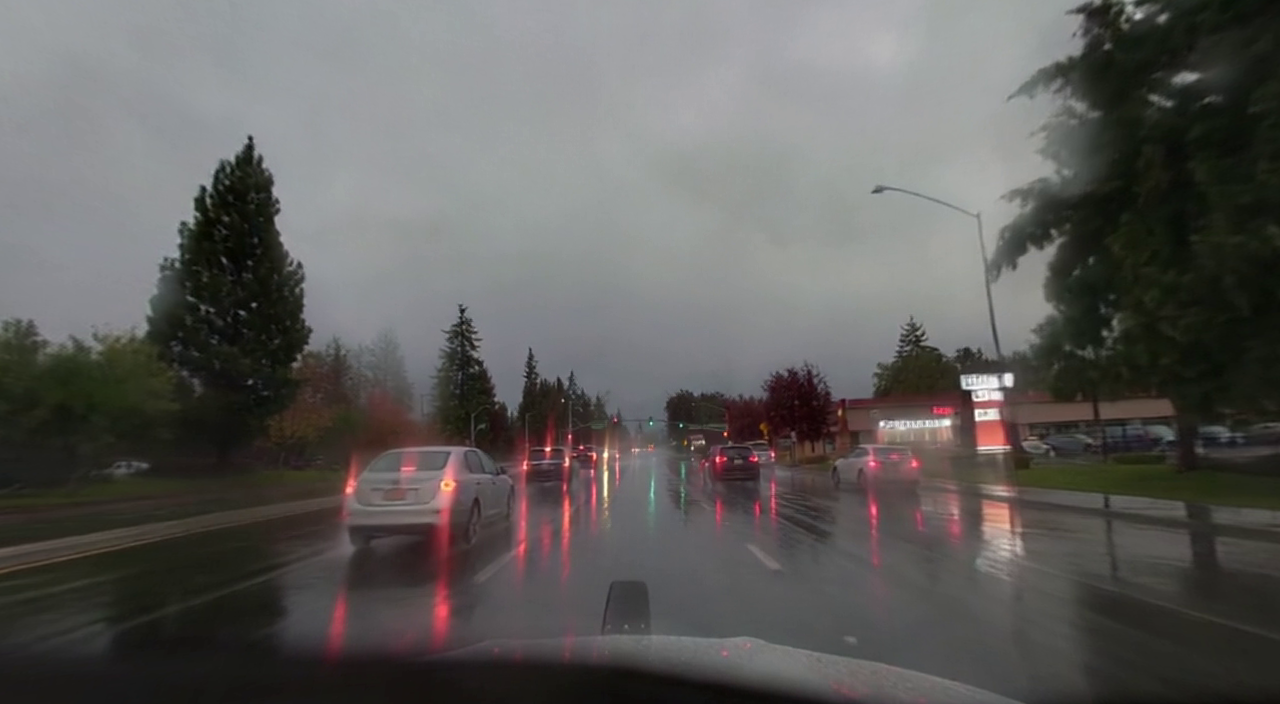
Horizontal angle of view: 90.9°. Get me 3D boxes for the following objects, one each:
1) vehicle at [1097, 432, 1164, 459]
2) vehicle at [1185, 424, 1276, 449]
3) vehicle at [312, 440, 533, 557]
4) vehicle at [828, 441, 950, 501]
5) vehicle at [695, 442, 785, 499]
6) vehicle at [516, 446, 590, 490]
[{"bbox_3d":[29.327,5.574,37.821,1.793,1.478,4.462,-5,-9,20],"label":"vehicle"},{"bbox_3d":[44.789,6.458,47.914,1.895,1.633,4.537,8,-12,-29],"label":"vehicle"},{"bbox_3d":[-3.127,2.194,10.201,1.952,1.457,4.372,0,-9,1],"label":"vehicle"},{"bbox_3d":[7.285,3.522,19.068,2.070,1.547,4.941,-1,-9,5],"label":"vehicle"},{"bbox_3d":[2.898,3.550,19.264,2.004,1.512,4.206,0,-9,-1],"label":"vehicle"},{"bbox_3d":[-3.226,4.389,24.279,2.087,1.494,4.626,-1,-9,1],"label":"vehicle"}]
